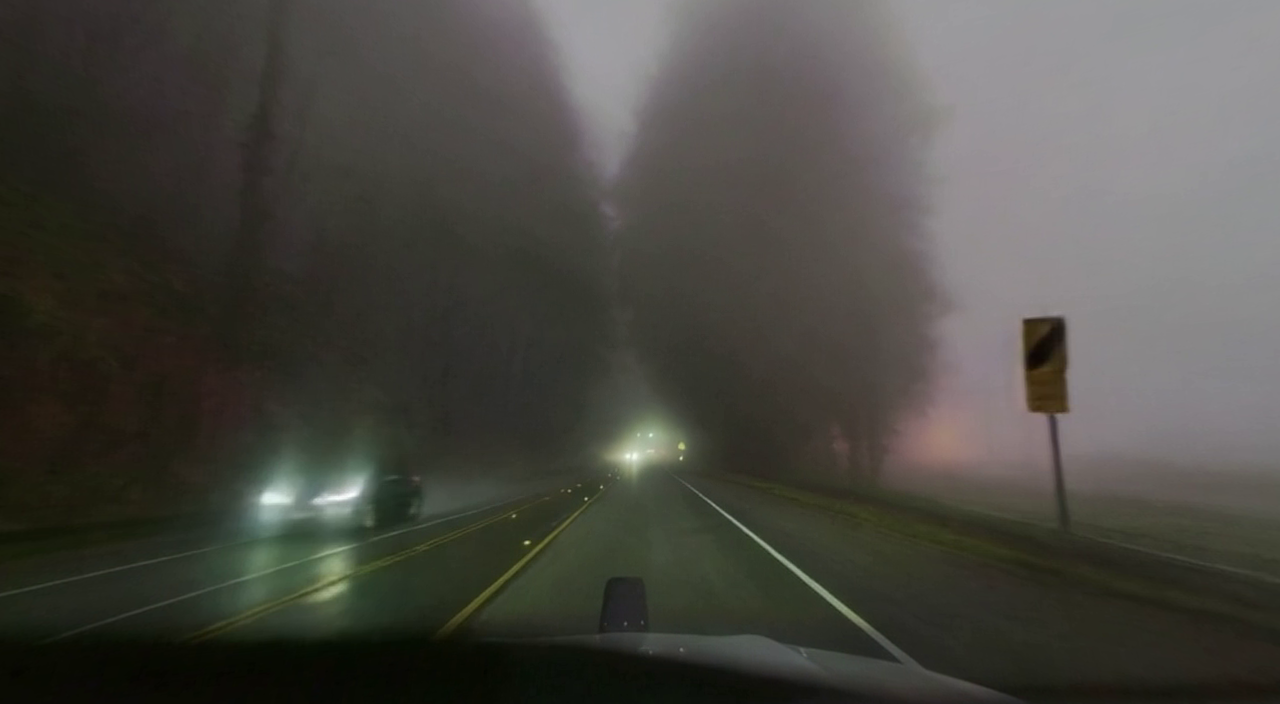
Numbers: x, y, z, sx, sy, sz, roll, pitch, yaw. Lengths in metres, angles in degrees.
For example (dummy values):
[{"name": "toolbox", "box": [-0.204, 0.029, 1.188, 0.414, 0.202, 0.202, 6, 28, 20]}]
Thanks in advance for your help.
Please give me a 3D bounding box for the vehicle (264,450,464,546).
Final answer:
[{"name": "vehicle", "box": [-5.279, 2.815, 12.852, 2.000, 1.546, 4.342, -1, -8, 2]}]
